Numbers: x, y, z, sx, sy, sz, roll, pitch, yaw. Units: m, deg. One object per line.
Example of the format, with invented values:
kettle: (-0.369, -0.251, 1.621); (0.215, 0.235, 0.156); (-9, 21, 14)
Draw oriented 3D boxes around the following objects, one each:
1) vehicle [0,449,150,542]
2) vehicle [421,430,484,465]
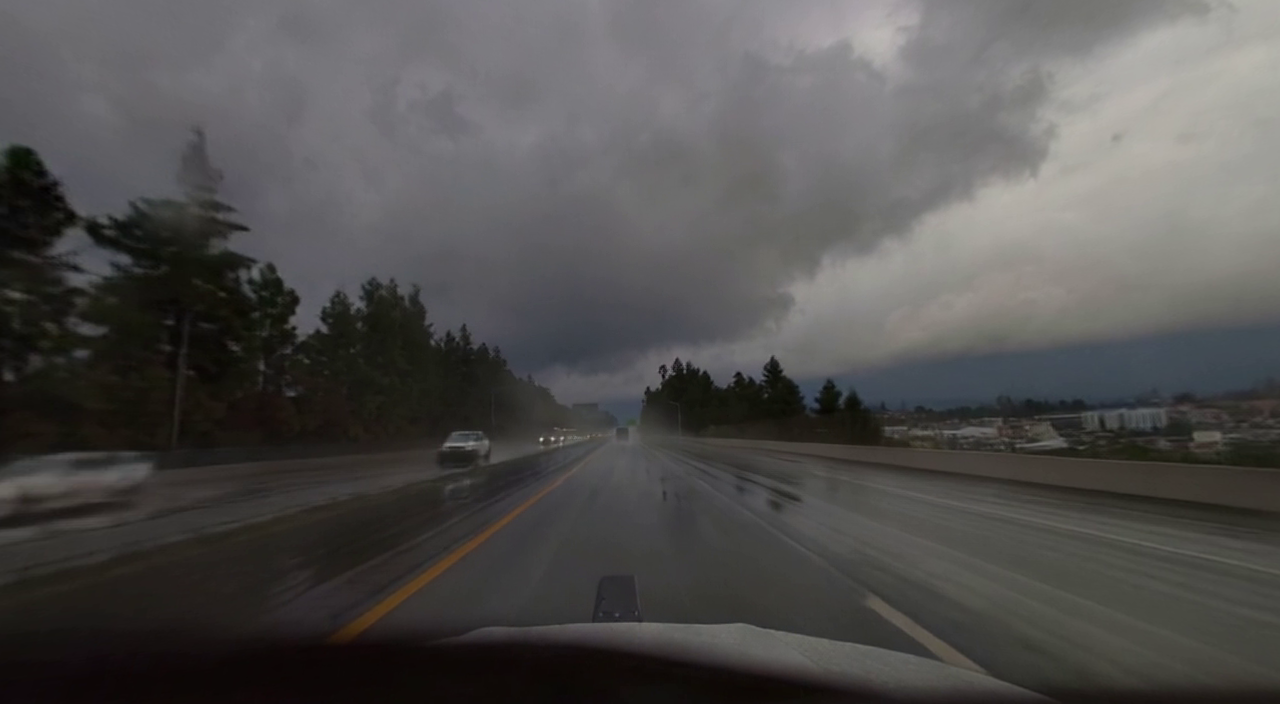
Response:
vehicle: (-14.086, 3.104, 14.172); (2.898, 1.726, 3.957); (0, -8, -1)
vehicle: (-10.207, 5.201, 34.572); (2.268, 1.779, 4.159); (0, -8, -1)
